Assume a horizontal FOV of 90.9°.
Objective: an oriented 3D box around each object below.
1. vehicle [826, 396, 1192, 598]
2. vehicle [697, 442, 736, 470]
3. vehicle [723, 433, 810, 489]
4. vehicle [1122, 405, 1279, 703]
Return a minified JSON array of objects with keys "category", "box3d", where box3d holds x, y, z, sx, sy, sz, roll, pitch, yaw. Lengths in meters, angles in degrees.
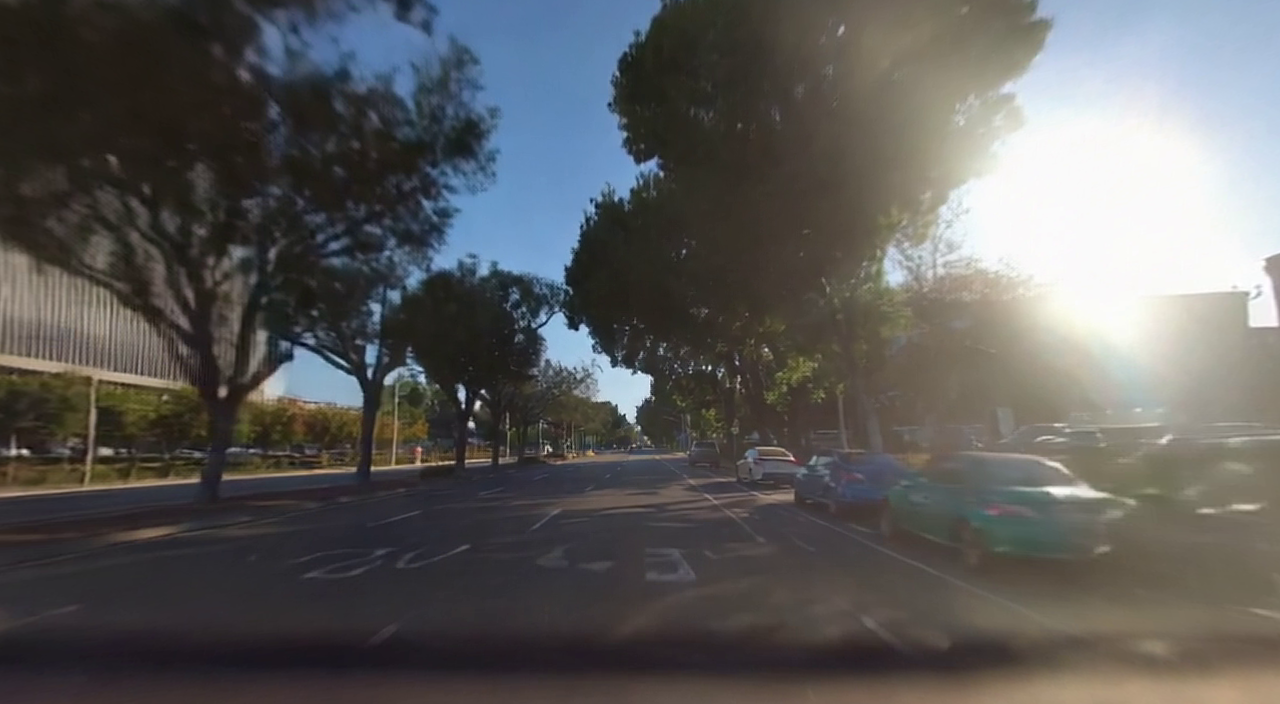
[{"category":"vehicle","box3d":[4.222,1.723,8.508,1.995,1.884,5.003,0,-8,2]},{"category":"vehicle","box3d":[4.944,6.780,41.476,1.987,1.718,4.698,0,-8,0]},{"category":"vehicle","box3d":[4.538,3.991,23.442,2.198,1.834,4.963,0,-8,0]},{"category":"vehicle","box3d":[3.983,0.869,1.631,1.974,1.534,4.610,2,-8,2]}]
